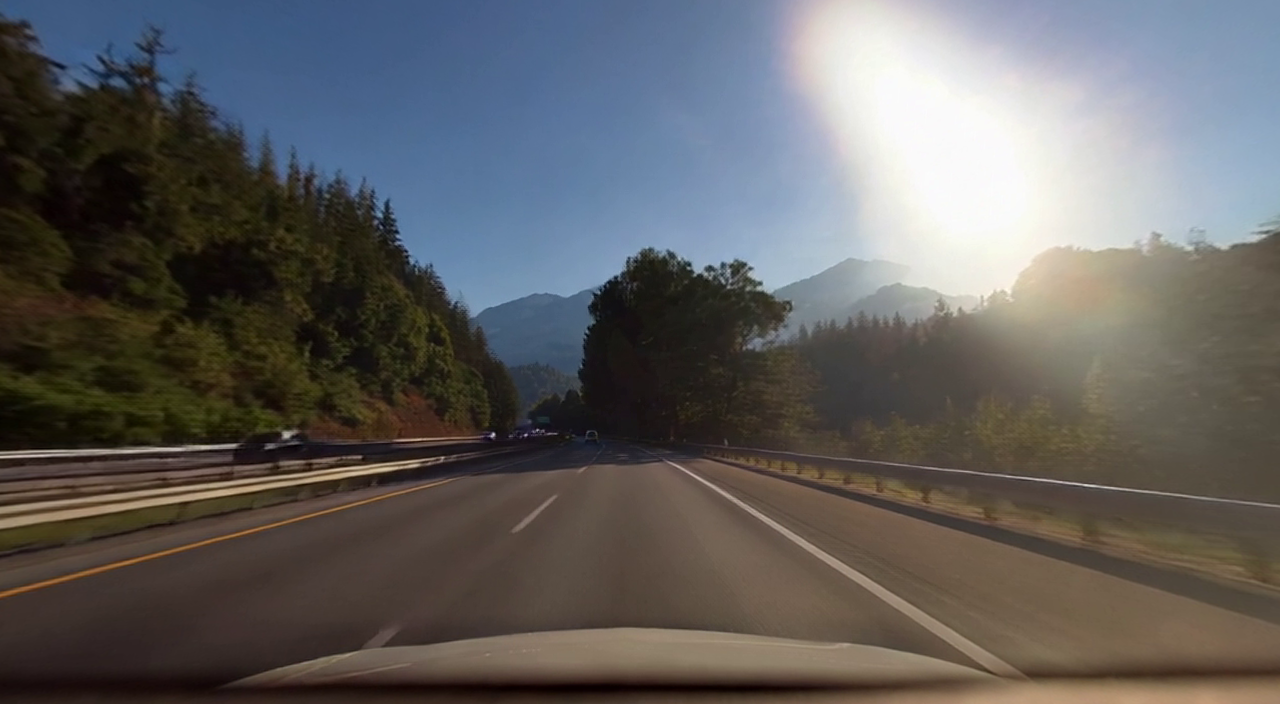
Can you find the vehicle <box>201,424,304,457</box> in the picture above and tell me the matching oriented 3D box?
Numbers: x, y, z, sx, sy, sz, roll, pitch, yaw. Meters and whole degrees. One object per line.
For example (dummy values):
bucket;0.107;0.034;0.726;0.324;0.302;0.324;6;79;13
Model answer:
vehicle;-17.544;4.039;28.835;1.838;1.376;4.687;0;-8;-1
